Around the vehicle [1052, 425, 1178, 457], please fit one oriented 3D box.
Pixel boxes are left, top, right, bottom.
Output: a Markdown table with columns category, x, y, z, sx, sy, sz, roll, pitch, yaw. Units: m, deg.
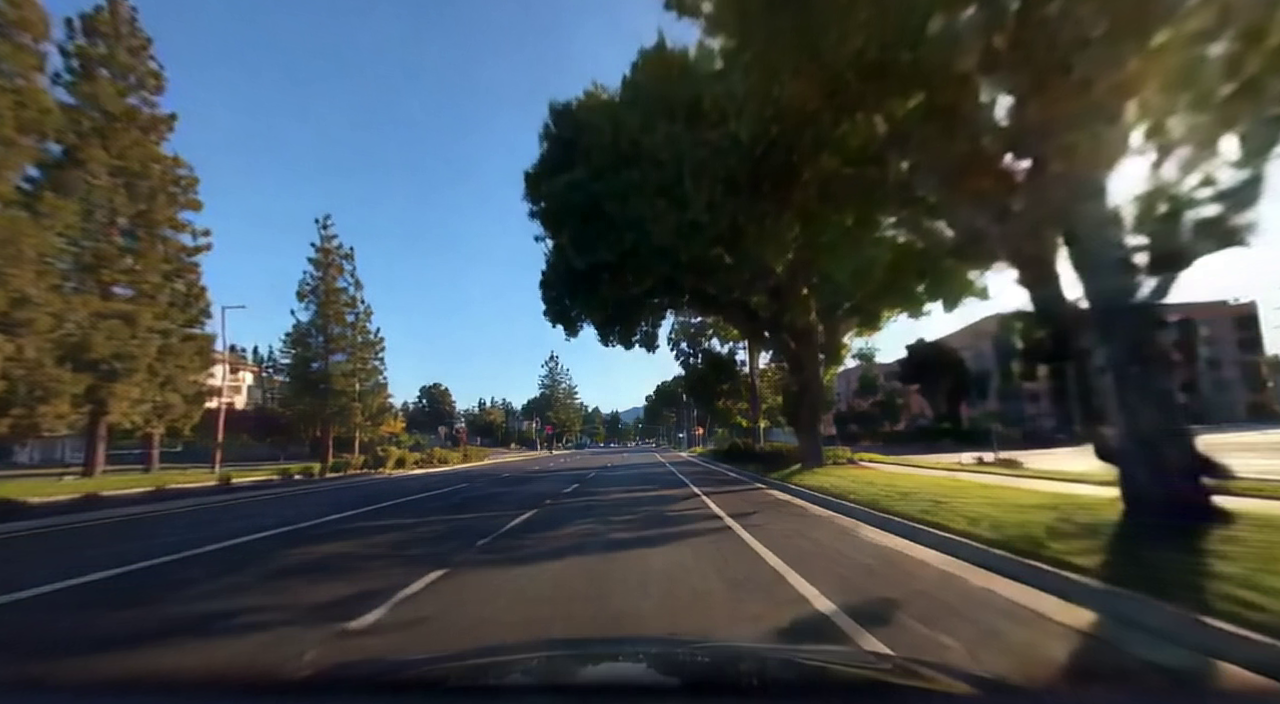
| category | x | y | z | sx | sy | sz | roll | pitch | yaw |
| --- | --- | --- | --- | --- | --- | --- | --- | --- | --- |
| vehicle | 22.012 | 4.157 | 29.345 | 4.271 | 1.424 | 1.941 | 0 | -8 | 1 |
